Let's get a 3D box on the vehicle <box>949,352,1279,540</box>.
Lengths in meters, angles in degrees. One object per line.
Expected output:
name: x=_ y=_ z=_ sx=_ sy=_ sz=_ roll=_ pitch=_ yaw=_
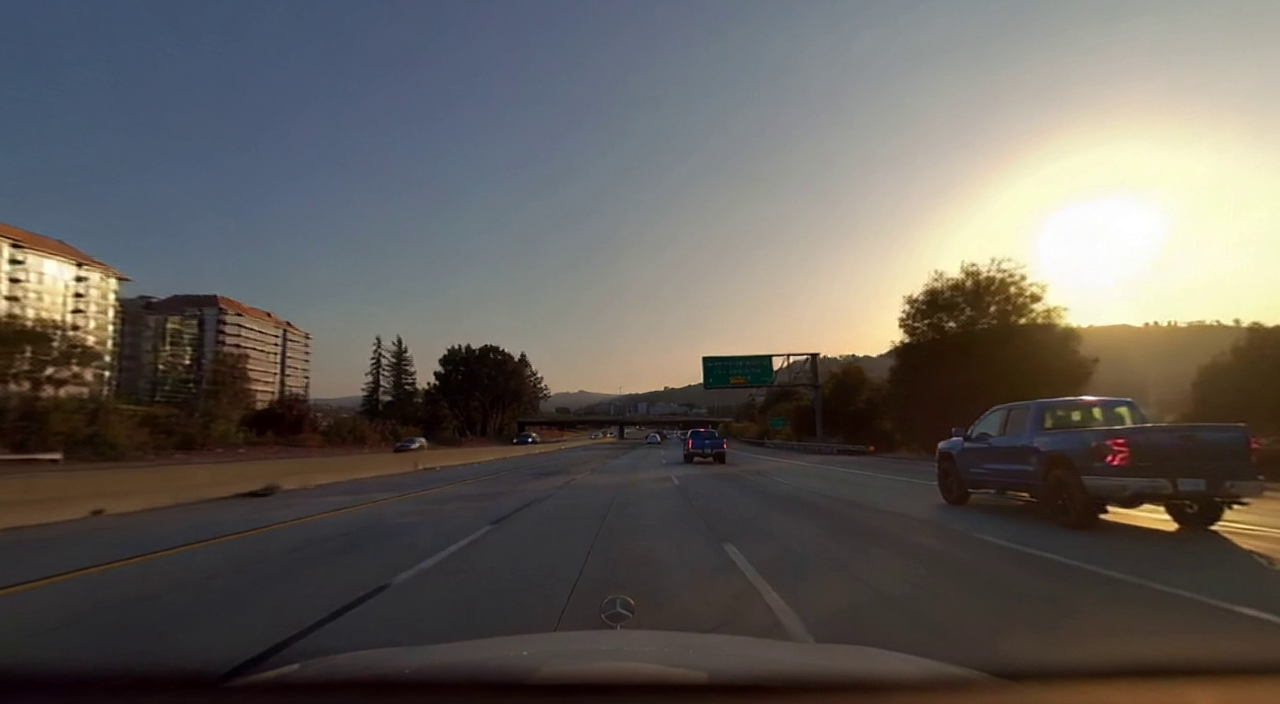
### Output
vehicle: x=7.579 y=1.518 z=10.389 sx=2.158 sy=2.268 sz=5.396 roll=0 pitch=-9 yaw=0

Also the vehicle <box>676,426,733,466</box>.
vehicle: x=3.383 y=5.102 z=34.202 sx=2.462 sy=1.984 sz=4.718 roll=0 pitch=-8 yaw=-1
